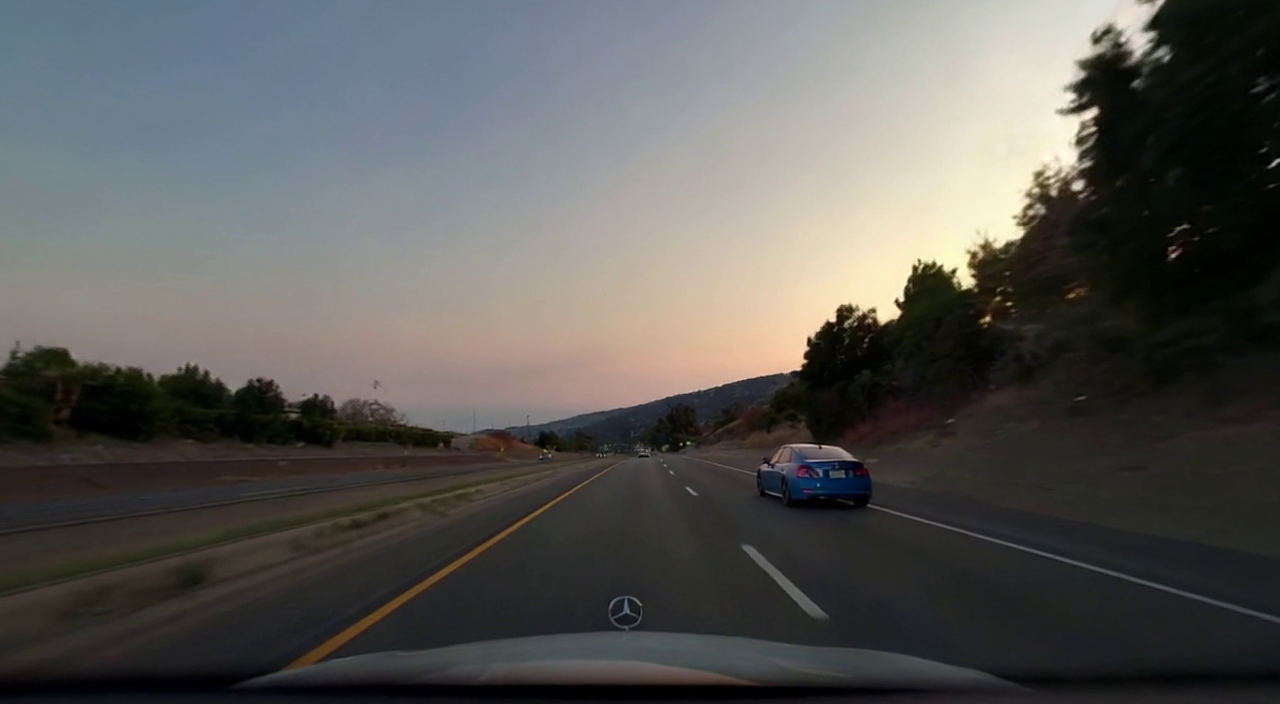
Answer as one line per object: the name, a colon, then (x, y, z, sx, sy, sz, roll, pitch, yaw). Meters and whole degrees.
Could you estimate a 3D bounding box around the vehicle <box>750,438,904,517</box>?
vehicle: (4.059, 2.799, 14.671, 2.053, 1.490, 4.799, -1, -8, -1)
